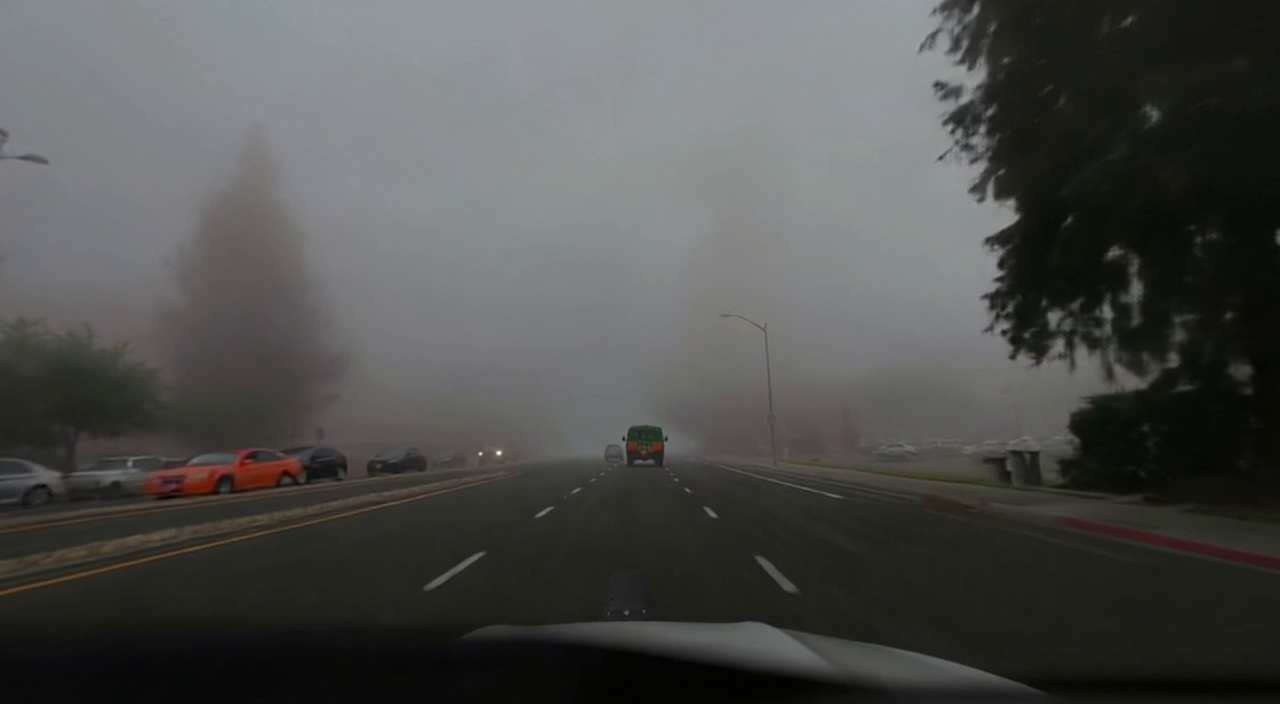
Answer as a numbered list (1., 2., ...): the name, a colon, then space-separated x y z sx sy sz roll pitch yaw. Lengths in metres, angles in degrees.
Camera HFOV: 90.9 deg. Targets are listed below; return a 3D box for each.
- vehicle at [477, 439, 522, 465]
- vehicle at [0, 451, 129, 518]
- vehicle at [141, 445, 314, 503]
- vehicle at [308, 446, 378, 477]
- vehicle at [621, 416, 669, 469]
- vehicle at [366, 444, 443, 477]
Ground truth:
1. vehicle: -11.017 7.897 49.795 2.155 1.941 4.977 0 -8 3
2. vehicle: -15.382 3.178 15.331 1.853 1.449 4.601 0 -8 3
3. vehicle: -11.768 3.459 18.447 1.935 1.467 4.451 0 -8 2
4. vehicle: -18.154 6.694 38.734 1.899 1.727 4.464 0 -8 3
5. vehicle: 0.268 6.100 42.506 2.843 3.120 10.422 0 -8 0
6. vehicle: -11.527 5.338 31.247 1.884 1.486 4.566 0 -8 2
